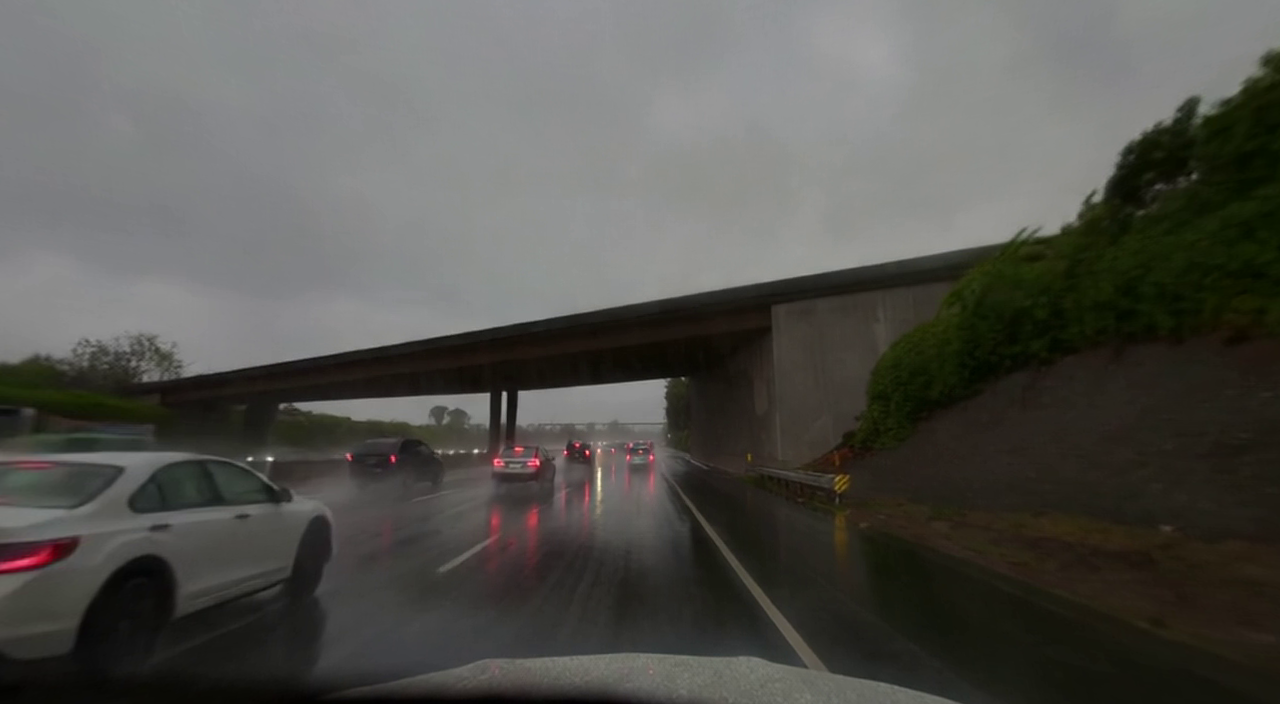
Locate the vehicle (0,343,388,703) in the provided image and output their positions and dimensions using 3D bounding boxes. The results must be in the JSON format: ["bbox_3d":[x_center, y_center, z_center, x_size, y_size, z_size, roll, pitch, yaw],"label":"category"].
[{"bbox_3d":[-3.746,1.092,4.296,2.161,1.759,4.482,0,-8,0],"label":"vehicle"}]

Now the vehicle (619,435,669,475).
[{"bbox_3d":[0.198,4.759,29.276,2.160,1.678,4.178,0,-8,0],"label":"vehicle"}]

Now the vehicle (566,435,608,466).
[{"bbox_3d":[-3.367,6.357,40.786,2.237,1.841,4.683,0,-8,1],"label":"vehicle"}]

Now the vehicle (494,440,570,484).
[{"bbox_3d":[-3.912,4.064,23.631,1.997,1.490,4.471,0,-8,1],"label":"vehicle"}]

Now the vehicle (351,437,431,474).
[{"bbox_3d":[-11.745,4.889,29.960,1.954,1.640,4.339,0,-8,1],"label":"vehicle"}]
